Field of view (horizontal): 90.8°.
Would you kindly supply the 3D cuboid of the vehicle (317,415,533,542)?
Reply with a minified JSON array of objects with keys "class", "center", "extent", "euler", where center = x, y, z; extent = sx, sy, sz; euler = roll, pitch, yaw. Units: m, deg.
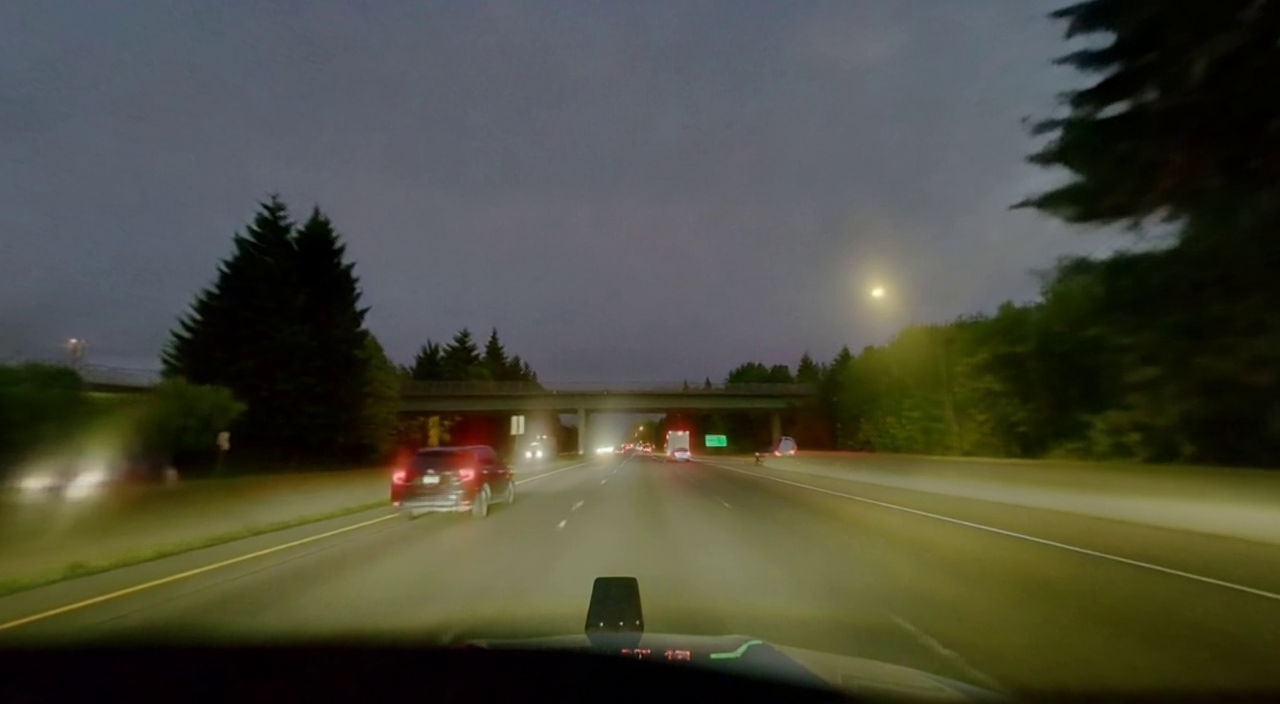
[{"class":"vehicle","center":[-3.440,2.140,11.286],"extent":[2.238,1.792,4.518],"euler":[0,-9,0]}]
